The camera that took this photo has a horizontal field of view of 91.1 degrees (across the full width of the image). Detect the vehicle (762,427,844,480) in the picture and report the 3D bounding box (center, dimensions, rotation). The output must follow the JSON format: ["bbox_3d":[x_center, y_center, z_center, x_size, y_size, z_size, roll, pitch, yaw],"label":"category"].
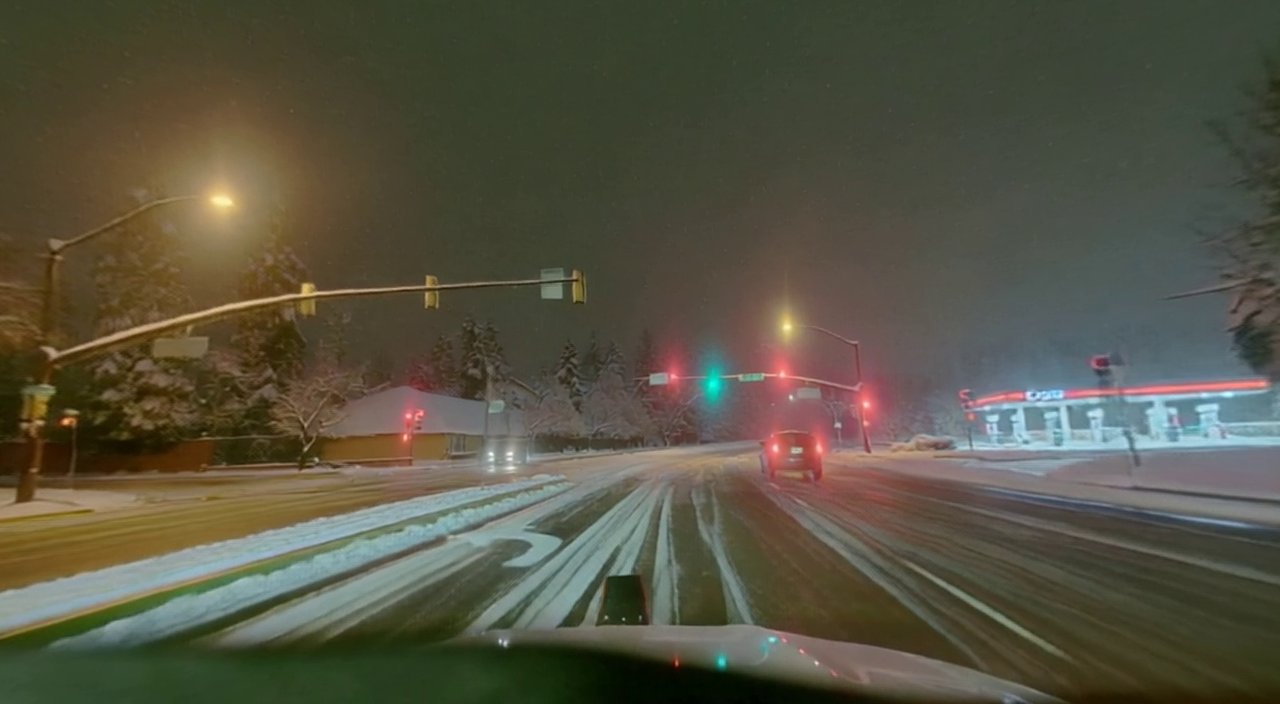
[{"bbox_3d":[5.753,3.653,22.699,2.090,1.717,4.063,-1,-9,4],"label":"vehicle"}]

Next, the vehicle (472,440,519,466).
[{"bbox_3d":[-10.814,7.574,47.264,2.112,1.853,4.516,-1,-9,5],"label":"vehicle"}]
